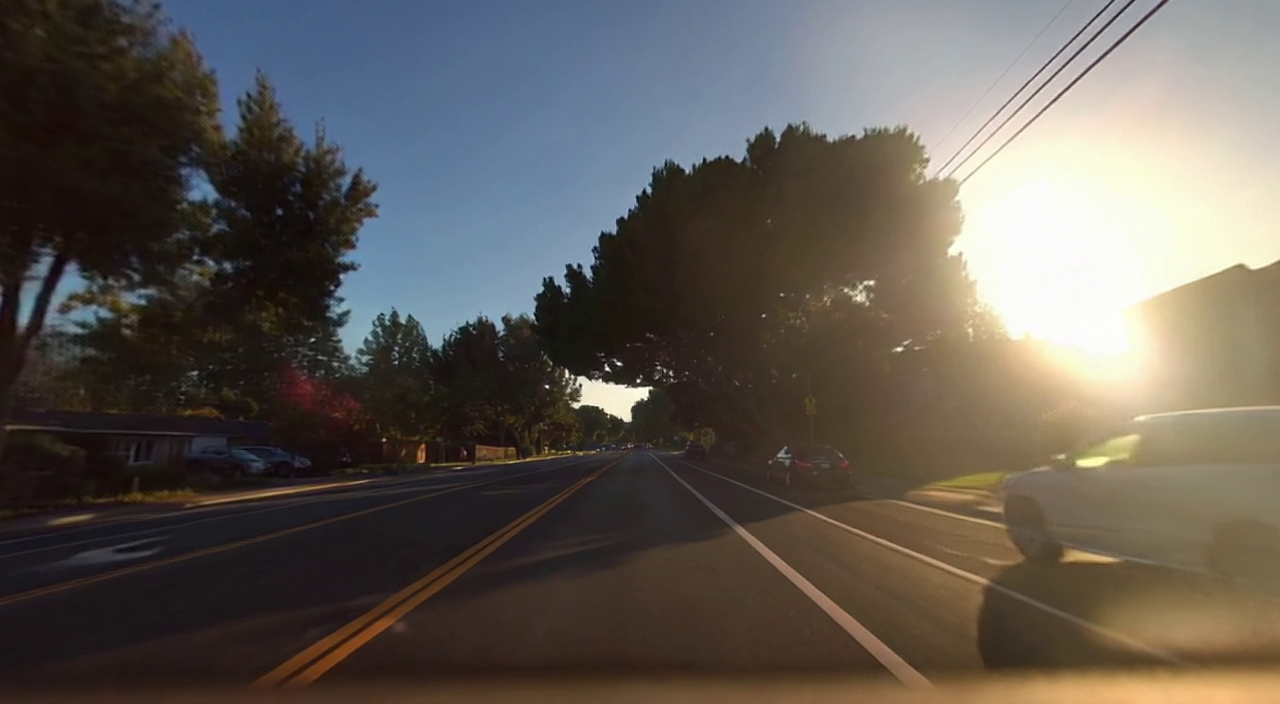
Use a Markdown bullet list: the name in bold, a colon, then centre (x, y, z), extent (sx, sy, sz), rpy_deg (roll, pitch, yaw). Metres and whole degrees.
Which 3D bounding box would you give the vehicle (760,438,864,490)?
- **vehicle**: centre (5.349, 3.543, 20.290), extent (1.935, 1.453, 4.488), rpy_deg (0, -8, -2)

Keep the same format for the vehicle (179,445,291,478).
- **vehicle**: centre (-21.820, 5.885, 34.086), extent (4.610, 1.721, 2.019), rpy_deg (0, -8, -1)

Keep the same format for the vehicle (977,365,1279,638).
- **vehicle**: centre (5.193, 1.175, 5.458), extent (2.047, 1.752, 4.538), rpy_deg (0, -8, 1)
